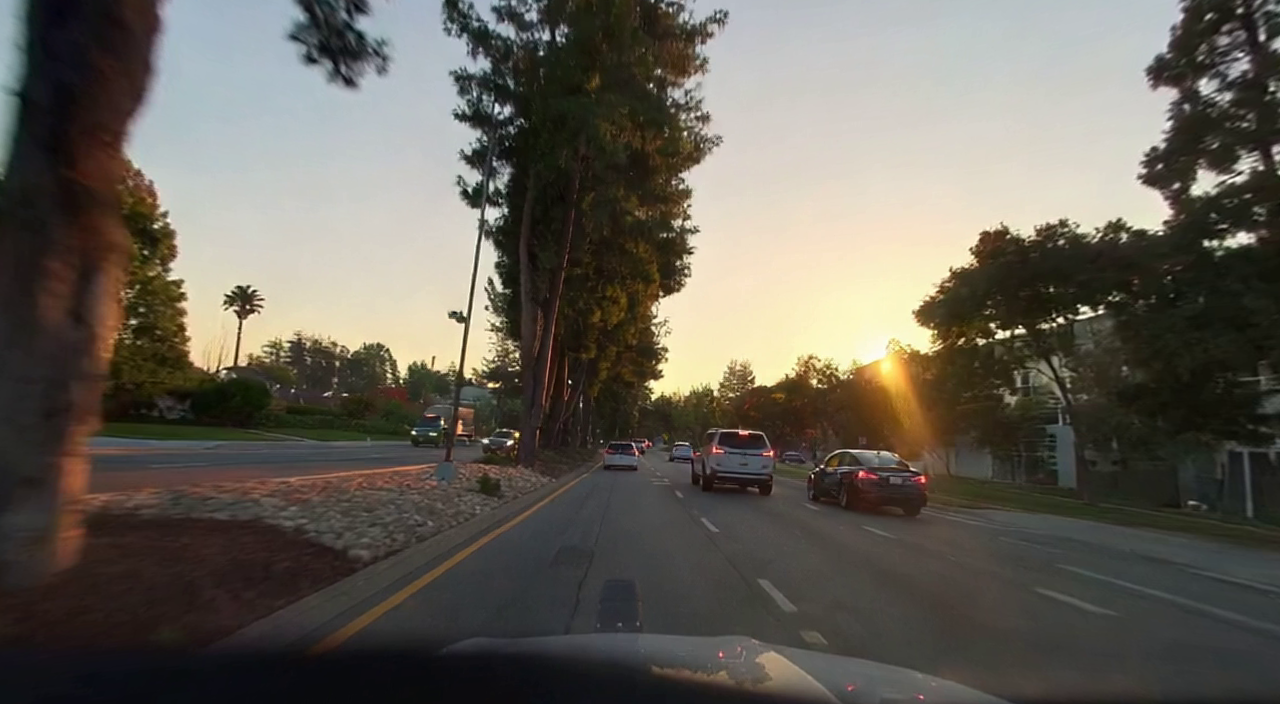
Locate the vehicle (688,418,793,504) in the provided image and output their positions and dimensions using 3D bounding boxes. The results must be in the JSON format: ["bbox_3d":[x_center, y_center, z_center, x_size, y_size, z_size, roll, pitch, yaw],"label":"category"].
[{"bbox_3d":[2.667,3.006,17.754,2.035,1.940,4.299,4,-9,-2],"label":"vehicle"}]

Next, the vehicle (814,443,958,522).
[{"bbox_3d":[6.259,3.312,16.687,1.913,1.777,4.269,1,-8,-2],"label":"vehicle"}]

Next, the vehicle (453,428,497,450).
[{"bbox_3d":[-12.002,6.394,46.238,1.857,1.501,4.575,0,-9,1],"label":"vehicle"}]

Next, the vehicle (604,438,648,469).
[{"bbox_3d":[-0.700,5.107,31.983,2.119,1.460,3.847,0,-8,-1],"label":"vehicle"}]

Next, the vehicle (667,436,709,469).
[{"bbox_3d":[2.634,5.636,35.435,1.922,1.708,4.126,0,-8,-2],"label":"vehicle"}]
